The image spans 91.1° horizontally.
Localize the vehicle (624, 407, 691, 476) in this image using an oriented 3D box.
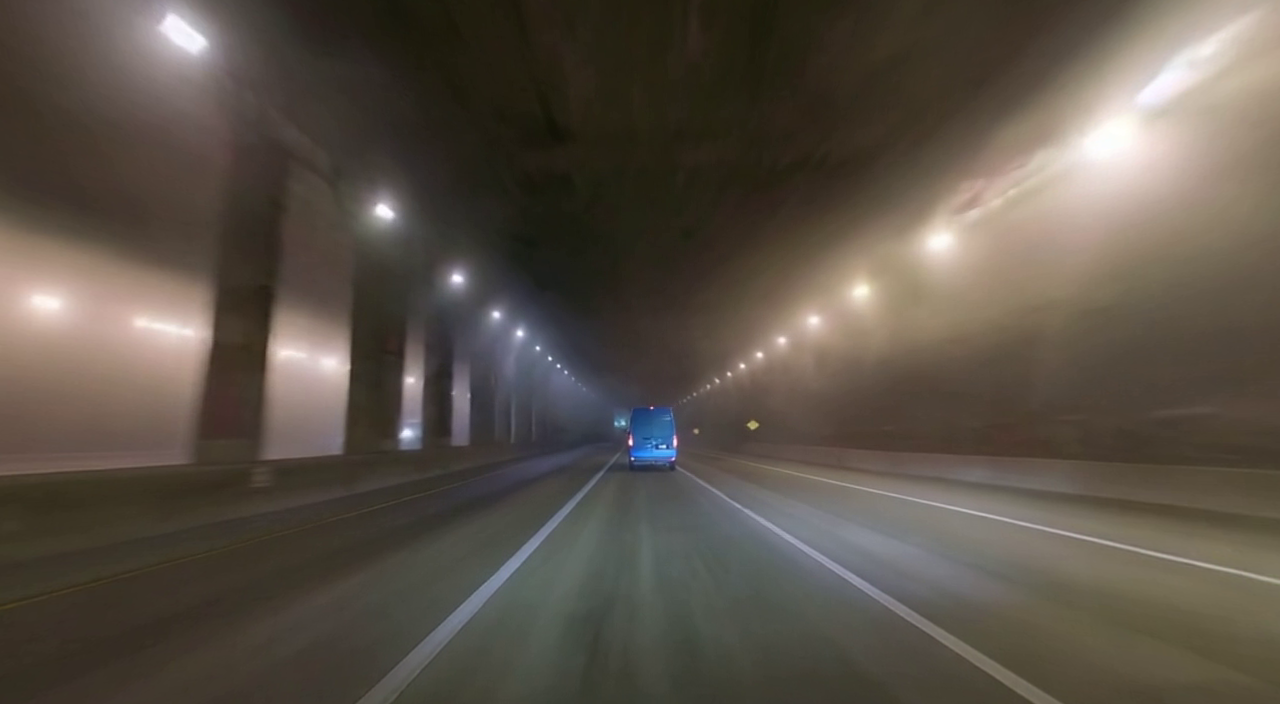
[{"bbox_3d":[0.617,3.623,25.616,2.404,2.459,5.229,0,-8,0],"label":"vehicle"}]
